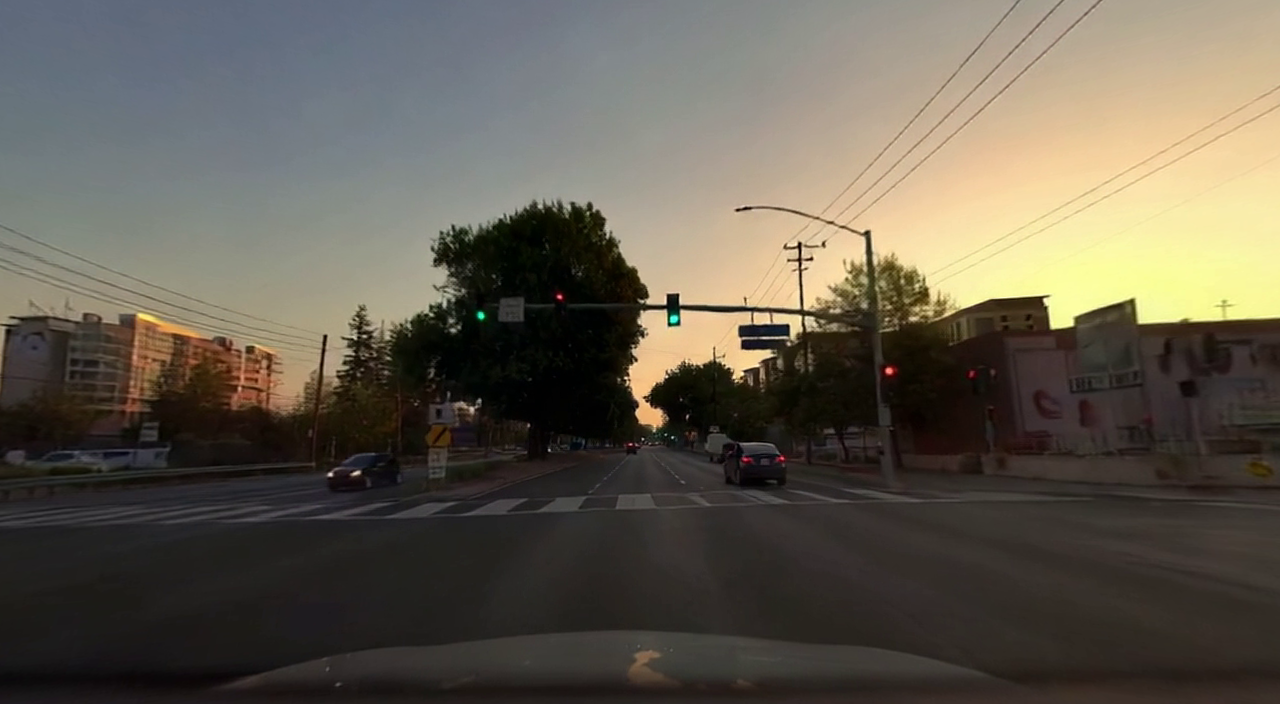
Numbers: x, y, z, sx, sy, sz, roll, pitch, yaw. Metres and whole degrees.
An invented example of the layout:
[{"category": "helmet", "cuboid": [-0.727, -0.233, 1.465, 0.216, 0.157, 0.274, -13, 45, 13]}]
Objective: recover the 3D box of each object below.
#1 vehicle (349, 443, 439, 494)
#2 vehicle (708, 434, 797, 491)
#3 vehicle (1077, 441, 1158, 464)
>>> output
[{"category": "vehicle", "cuboid": [-9.197, 4.341, 24.016, 1.816, 1.478, 4.404, -2, -6, -2]}, {"category": "vehicle", "cuboid": [3.635, 3.667, 21.294, 2.128, 1.699, 4.222, 0, -8, -1]}, {"category": "vehicle", "cuboid": [34.610, 7.292, 45.825, 4.236, 1.632, 1.892, 0, -8, 1]}]
